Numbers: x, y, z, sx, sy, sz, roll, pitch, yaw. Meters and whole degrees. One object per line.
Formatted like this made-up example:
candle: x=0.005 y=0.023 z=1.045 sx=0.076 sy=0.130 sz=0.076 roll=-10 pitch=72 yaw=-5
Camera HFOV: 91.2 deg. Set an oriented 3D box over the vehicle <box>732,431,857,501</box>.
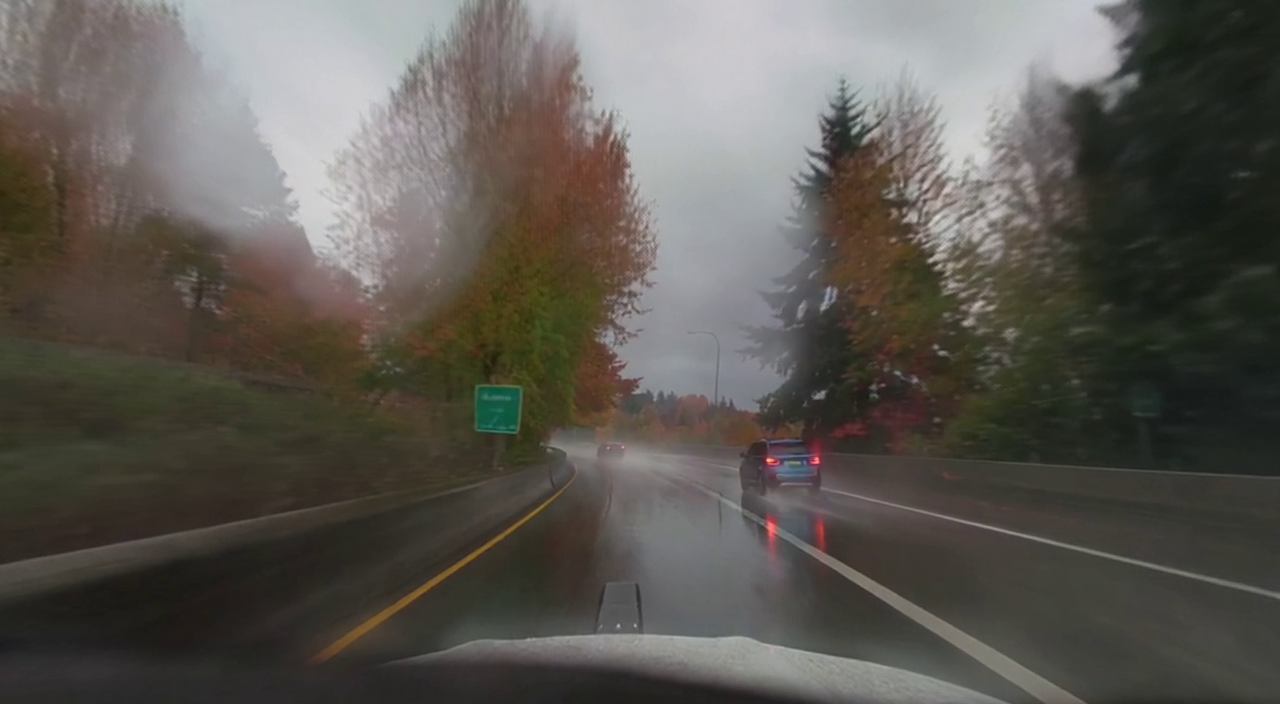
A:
vehicle: x=3.775 y=2.872 z=16.127 sx=1.952 sy=1.536 sz=4.036 roll=0 pitch=-9 yaw=-3
